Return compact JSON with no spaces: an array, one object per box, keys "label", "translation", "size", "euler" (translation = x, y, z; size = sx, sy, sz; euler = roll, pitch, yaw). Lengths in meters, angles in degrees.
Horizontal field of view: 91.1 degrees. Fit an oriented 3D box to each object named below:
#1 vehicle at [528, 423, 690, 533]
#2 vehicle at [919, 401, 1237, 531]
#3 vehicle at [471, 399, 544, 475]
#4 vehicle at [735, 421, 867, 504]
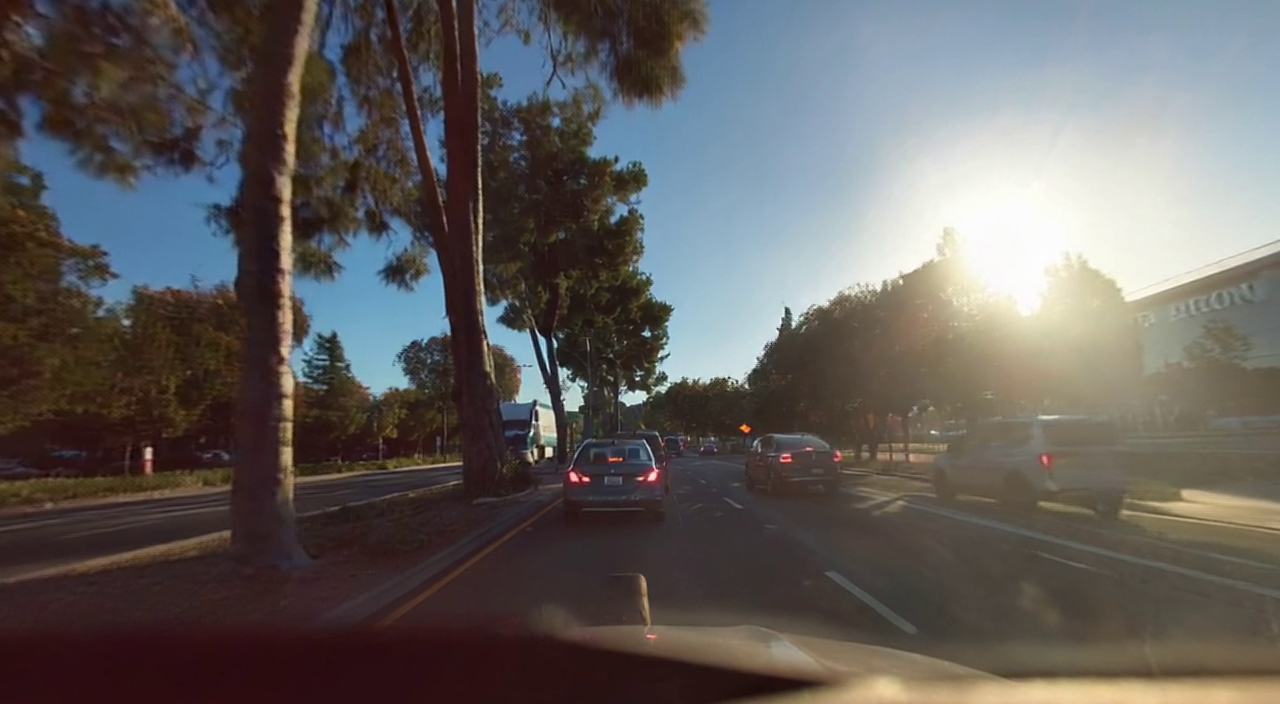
[{"label":"vehicle","translation":[-0.437,2.116,11.102],"size":[2.315,1.563,4.080],"euler":[0,-8,0]},{"label":"vehicle","translation":[7.680,2.079,11.976],"size":[2.425,1.936,5.081],"euler":[0,-8,1]},{"label":"vehicle","translation":[-8.053,5.338,39.082],"size":[3.043,4.303,6.343],"euler":[0,-8,1]},{"label":"vehicle","translation":[3.814,2.719,15.831],"size":[2.090,1.763,4.560],"euler":[0,-8,0]}]
